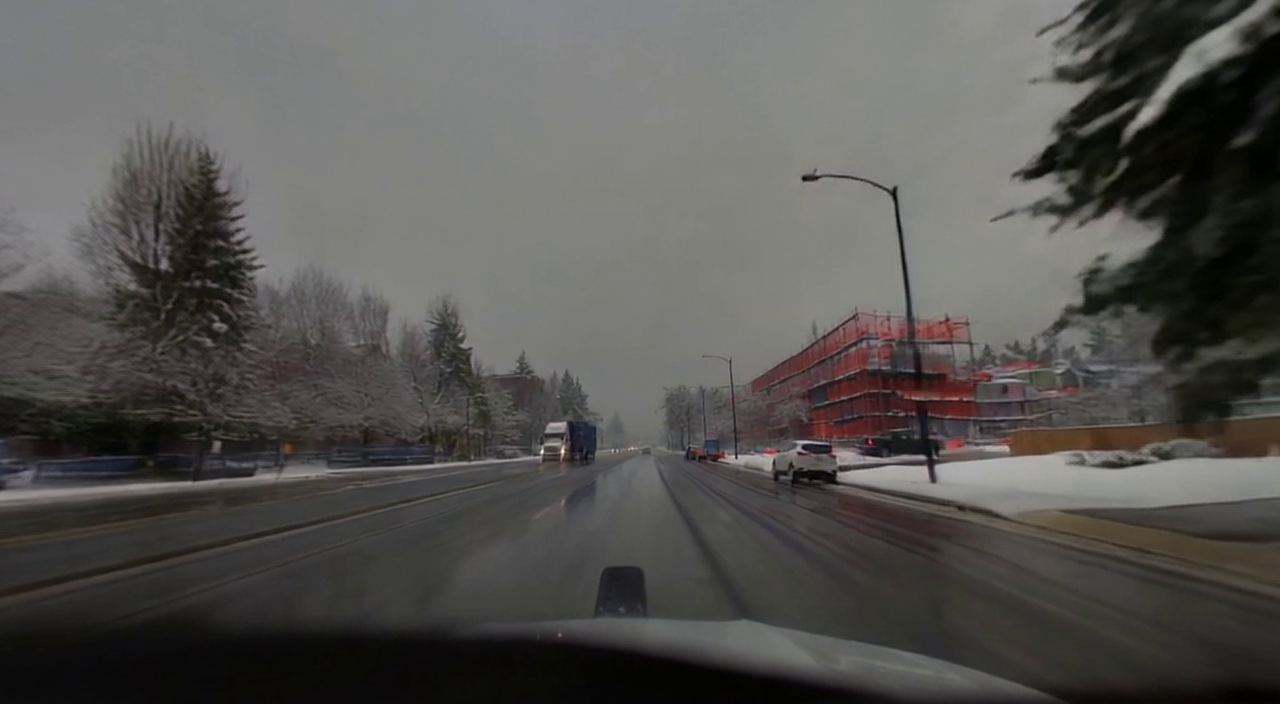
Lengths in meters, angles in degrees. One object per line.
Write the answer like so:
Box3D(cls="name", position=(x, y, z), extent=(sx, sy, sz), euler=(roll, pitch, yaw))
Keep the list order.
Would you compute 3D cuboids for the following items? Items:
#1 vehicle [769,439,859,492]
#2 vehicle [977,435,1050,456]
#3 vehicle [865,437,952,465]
Box3D(cls="vehicle", position=(6.781, 4.479, 25.085), extent=(2.169, 1.880, 4.849), euler=(0, -9, 0))
Box3D(cls="vehicle", position=(29.403, 7.346, 49.484), extent=(4.455, 1.607, 1.950), euler=(0, -7, 3))
Box3D(cls="vehicle", position=(16.636, 6.154, 39.072), extent=(4.422, 1.677, 2.004), euler=(0, -9, -1))
